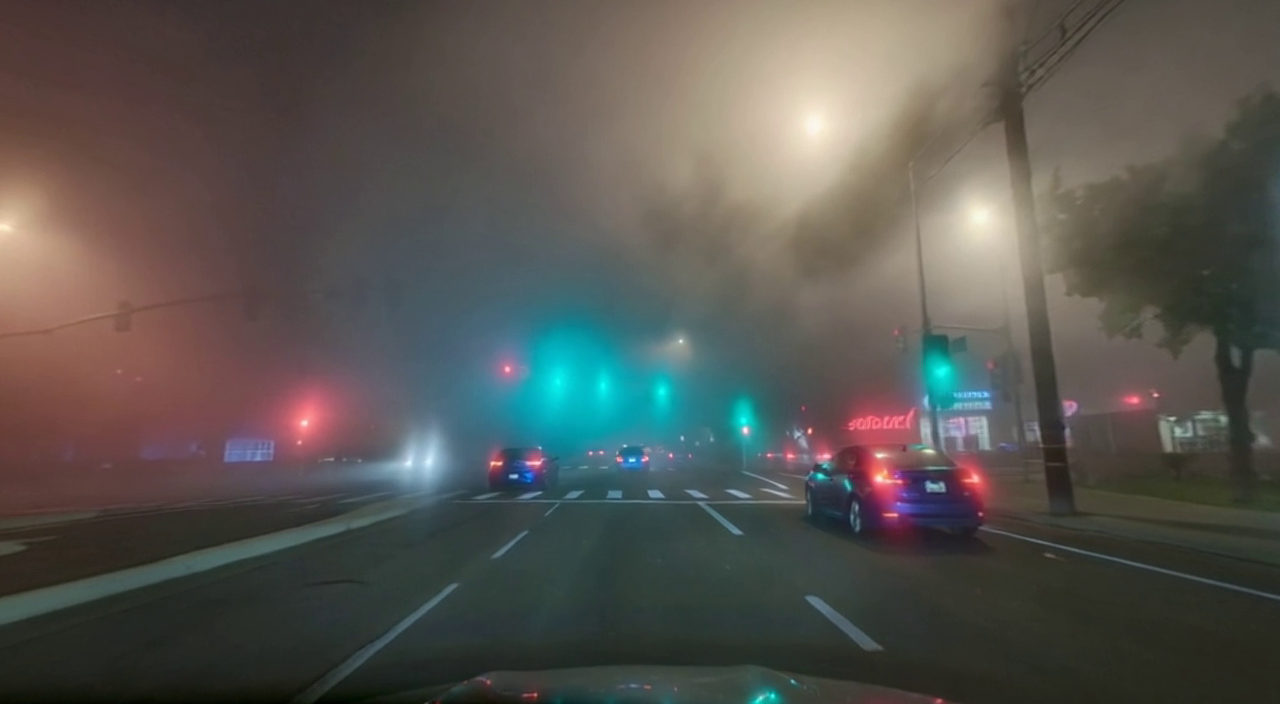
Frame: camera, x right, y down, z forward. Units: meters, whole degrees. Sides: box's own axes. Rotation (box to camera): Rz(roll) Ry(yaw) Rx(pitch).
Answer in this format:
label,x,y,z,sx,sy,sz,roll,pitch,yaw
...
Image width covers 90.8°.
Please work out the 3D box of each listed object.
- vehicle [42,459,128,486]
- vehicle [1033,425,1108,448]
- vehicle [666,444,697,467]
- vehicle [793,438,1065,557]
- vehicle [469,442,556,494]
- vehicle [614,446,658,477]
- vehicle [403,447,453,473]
label,x,y,z,sx,sy,sz,roll,pitch,yaw
vehicle,-37.303,8.080,42.537,3.931,1.653,2.134,-1,-9,7
vehicle,33.895,6.724,49.965,2.213,1.758,5.447,0,-8,1
vehicle,3.165,8.031,49.089,1.986,1.660,4.006,0,-8,-2
vehicle,4.267,2.212,10.522,2.119,1.479,4.910,0,-8,-1
vehicle,-4.216,3.889,21.668,2.035,1.564,4.702,0,-8,-1
vehicle,-0.219,5.588,32.446,2.072,1.473,4.139,0,-8,-1
vehicle,-14.435,7.325,43.176,1.987,1.641,4.185,0,-8,0
